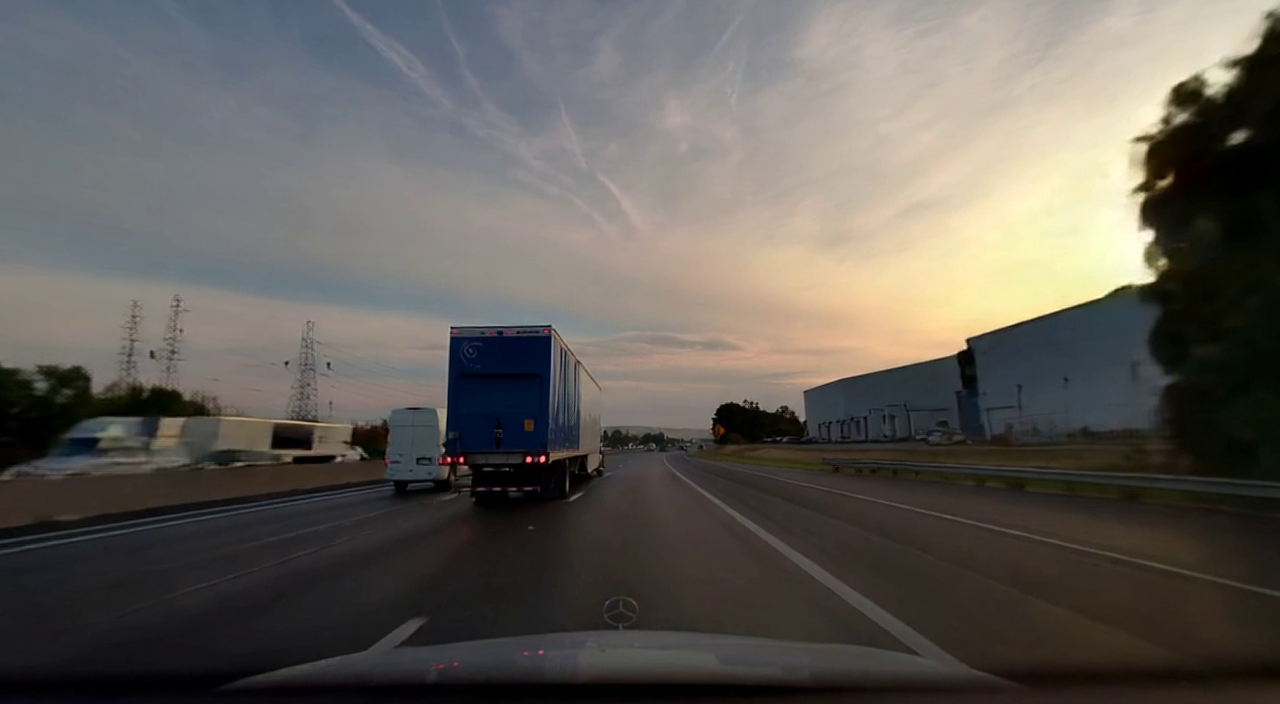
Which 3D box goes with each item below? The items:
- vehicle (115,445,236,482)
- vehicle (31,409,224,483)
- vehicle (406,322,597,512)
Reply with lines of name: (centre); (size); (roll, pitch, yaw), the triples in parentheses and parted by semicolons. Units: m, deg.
vehicle: (-27.314, 6.548, 37.554); (2.465, 2.000, 6.296); (0, -9, 0)
vehicle: (-30.713, 5.789, 38.826); (2.999, 3.908, 10.302); (0, -9, 1)
vehicle: (-3.547, 2.630, 21.917); (2.939, 4.132, 16.303); (-1, -9, 0)
